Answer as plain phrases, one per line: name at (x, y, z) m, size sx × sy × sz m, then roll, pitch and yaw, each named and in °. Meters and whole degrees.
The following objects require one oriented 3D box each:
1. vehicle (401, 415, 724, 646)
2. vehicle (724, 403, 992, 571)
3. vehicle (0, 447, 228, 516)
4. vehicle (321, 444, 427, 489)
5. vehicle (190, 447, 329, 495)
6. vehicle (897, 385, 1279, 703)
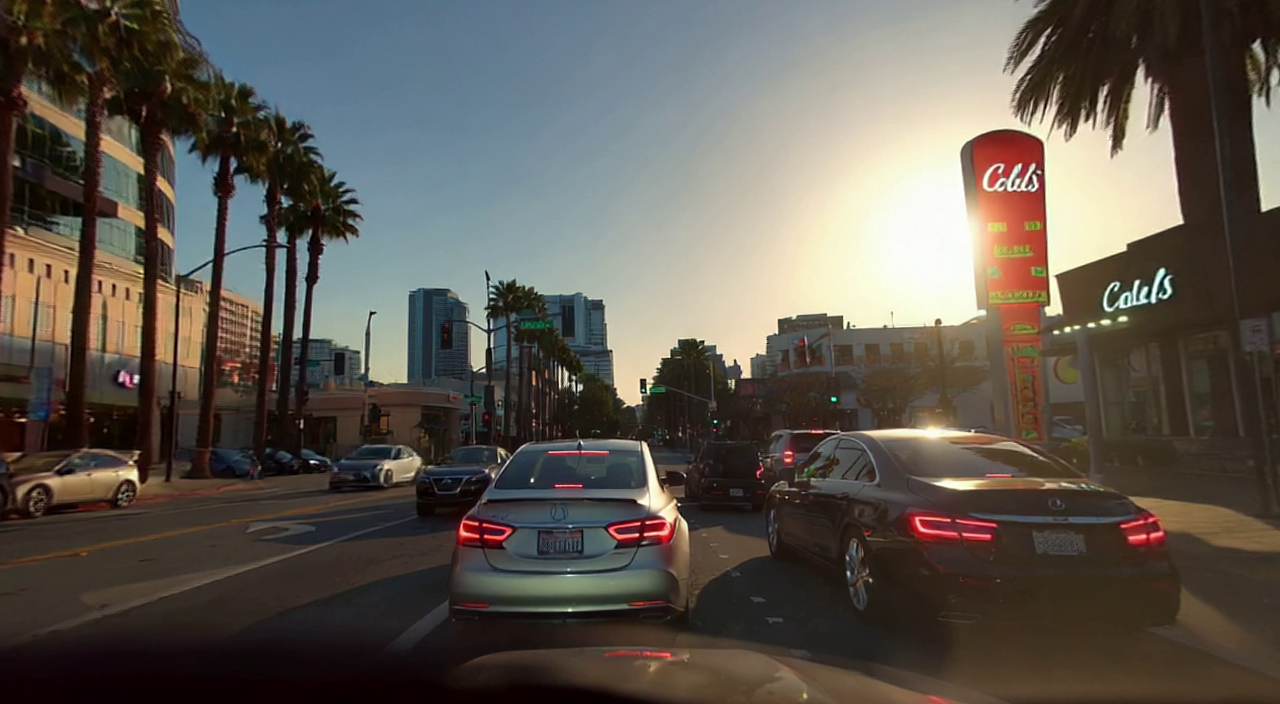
vehicle at (-0.511, 1.471, 6.228) m, size 2.096 × 1.492 × 4.071 m, roll 0°, pitch -9°, yaw 0°
vehicle at (2.626, 1.765, 9.007) m, size 2.096 × 1.775 × 4.440 m, roll 0°, pitch -9°, yaw -2°
vehicle at (-12.851, 3.138, 15.926) m, size 1.870 × 1.475 × 4.531 m, roll 0°, pitch -9°, yaw 0°
vehicle at (-9.389, 4.048, 22.759) m, size 1.949 × 1.442 × 4.502 m, roll 0°, pitch -9°, yaw -1°
vehicle at (-12.874, 4.018, 21.815) m, size 1.856 × 1.455 × 4.700 m, roll 0°, pitch -9°, yaw 0°
vehicle at (2.607, 0.812, 1.488) m, size 2.085 × 1.469 × 4.458 m, roll 0°, pitch -9°, yaw -1°
